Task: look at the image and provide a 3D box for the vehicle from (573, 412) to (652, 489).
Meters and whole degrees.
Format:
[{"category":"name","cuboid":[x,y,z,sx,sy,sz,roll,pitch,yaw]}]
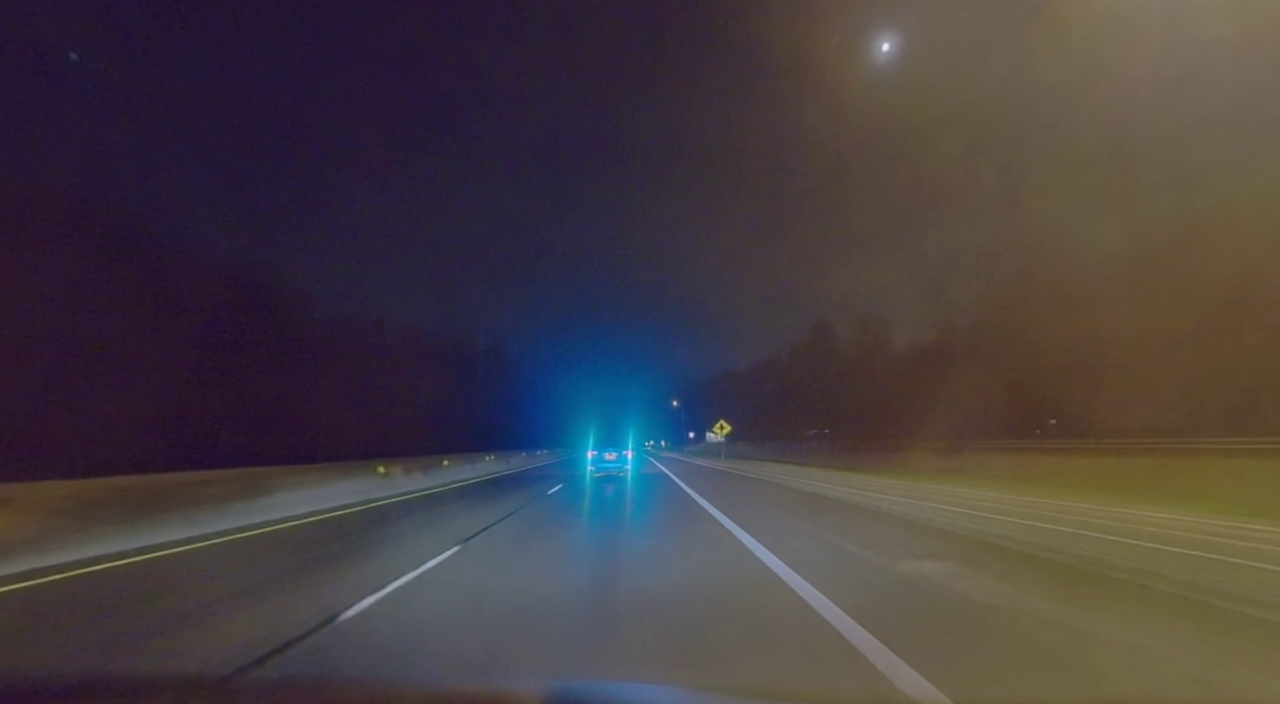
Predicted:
[{"category":"vehicle","cuboid":[-0.832,3.157,20.386,2.248,2.154,4.892,0,-8,-1]}]
